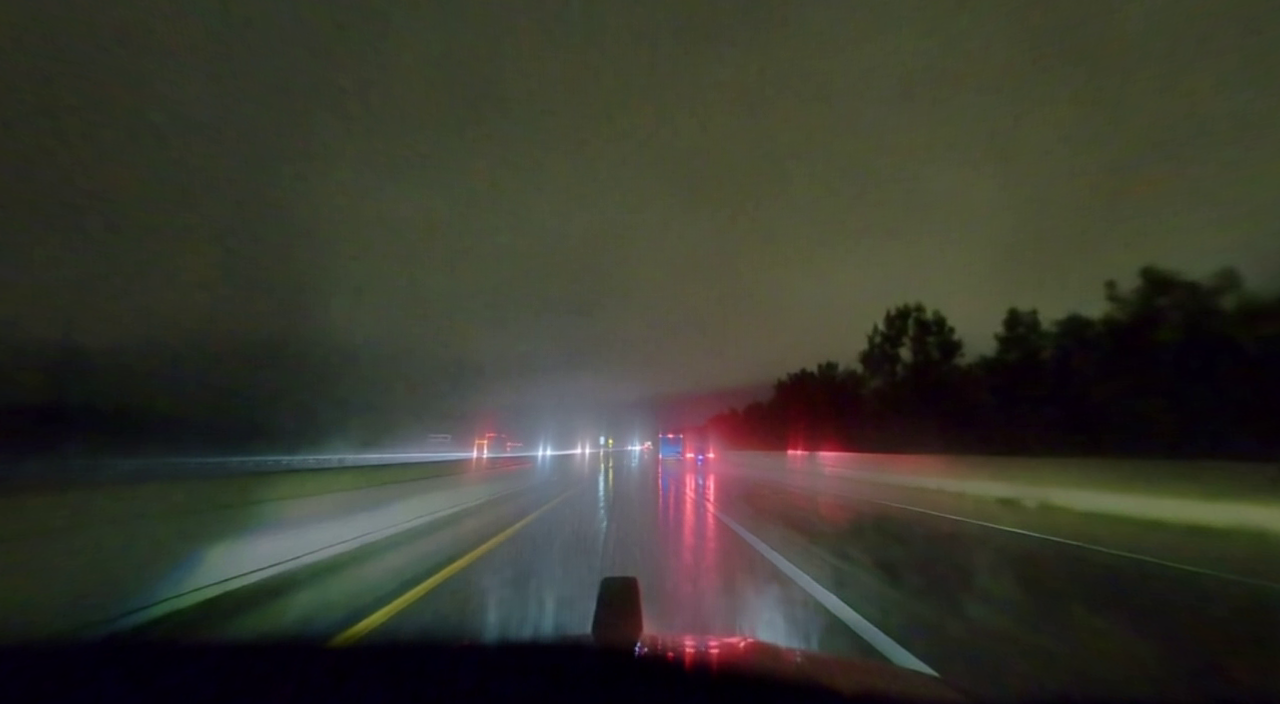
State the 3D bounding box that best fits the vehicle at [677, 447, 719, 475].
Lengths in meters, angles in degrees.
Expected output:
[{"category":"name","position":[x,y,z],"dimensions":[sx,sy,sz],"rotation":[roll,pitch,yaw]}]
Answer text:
[{"category":"vehicle","position":[3.128,5.985,34.738],"dimensions":[1.836,1.459,3.766],"rotation":[0,-9,-2]}]
